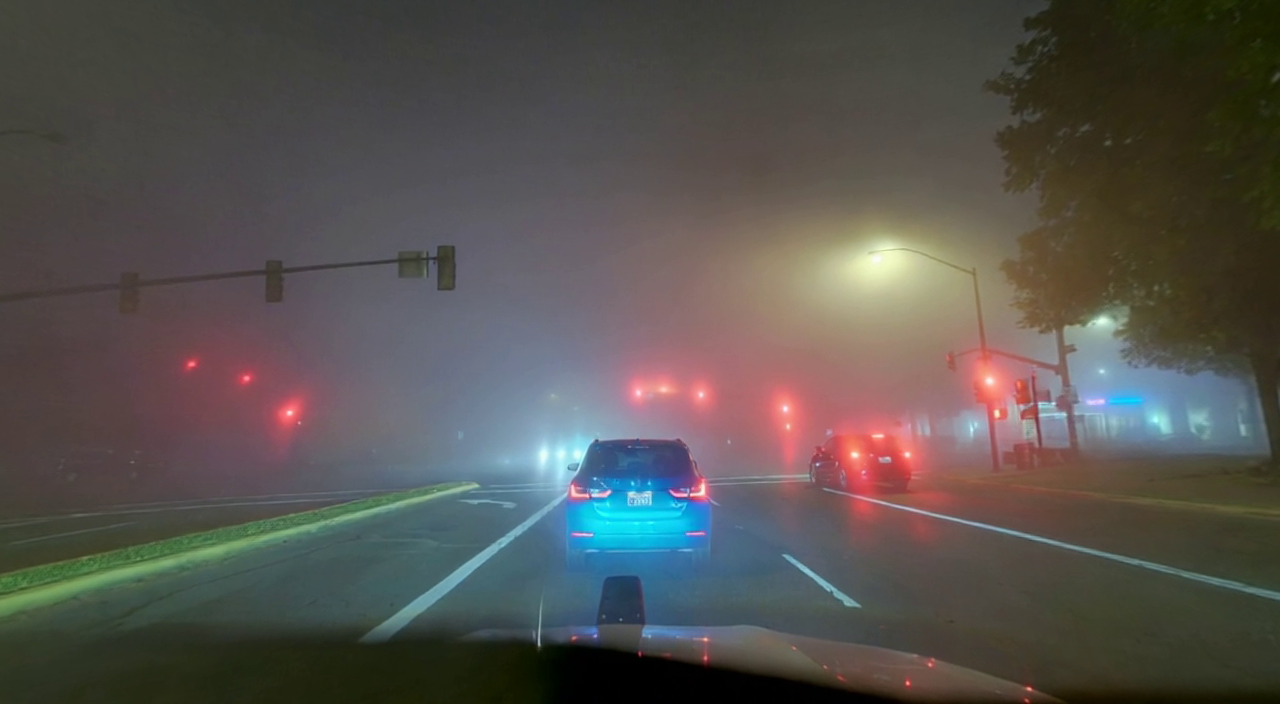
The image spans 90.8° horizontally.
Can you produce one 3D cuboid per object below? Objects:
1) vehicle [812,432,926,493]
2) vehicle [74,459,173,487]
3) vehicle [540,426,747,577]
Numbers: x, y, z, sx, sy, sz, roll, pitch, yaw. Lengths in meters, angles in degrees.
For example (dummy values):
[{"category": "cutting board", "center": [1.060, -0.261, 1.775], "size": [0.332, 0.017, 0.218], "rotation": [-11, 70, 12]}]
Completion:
[{"category": "vehicle", "center": [7.068, 3.442, 20.055], "size": [2.039, 1.692, 4.319], "rotation": [0, -8, 1]}, {"category": "vehicle", "center": [-32.365, 7.558, 39.663], "size": [4.401, 1.625, 1.863], "rotation": [0, -8, -4]}, {"category": "vehicle", "center": [-0.017, 1.815, 8.504], "size": [2.070, 1.488, 4.206], "rotation": [0, -8, -1]}]
